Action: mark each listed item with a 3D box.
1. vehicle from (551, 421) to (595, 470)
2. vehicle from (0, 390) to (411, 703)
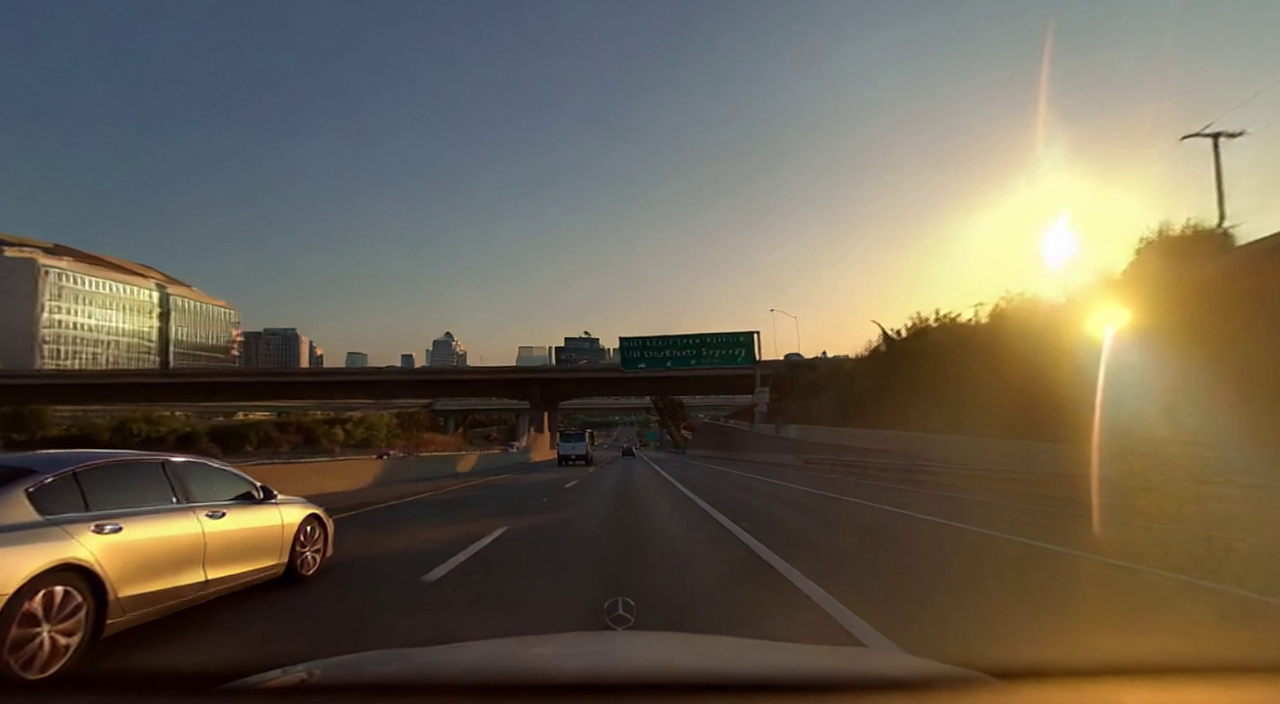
[{"bbox_3d":[-4.351,6.234,42.220,2.364,2.953,6.732,0,-9,-1],"label":"vehicle"},{"bbox_3d":[-3.669,1.277,4.976,2.025,1.556,4.594,0,-8,-1],"label":"vehicle"}]
